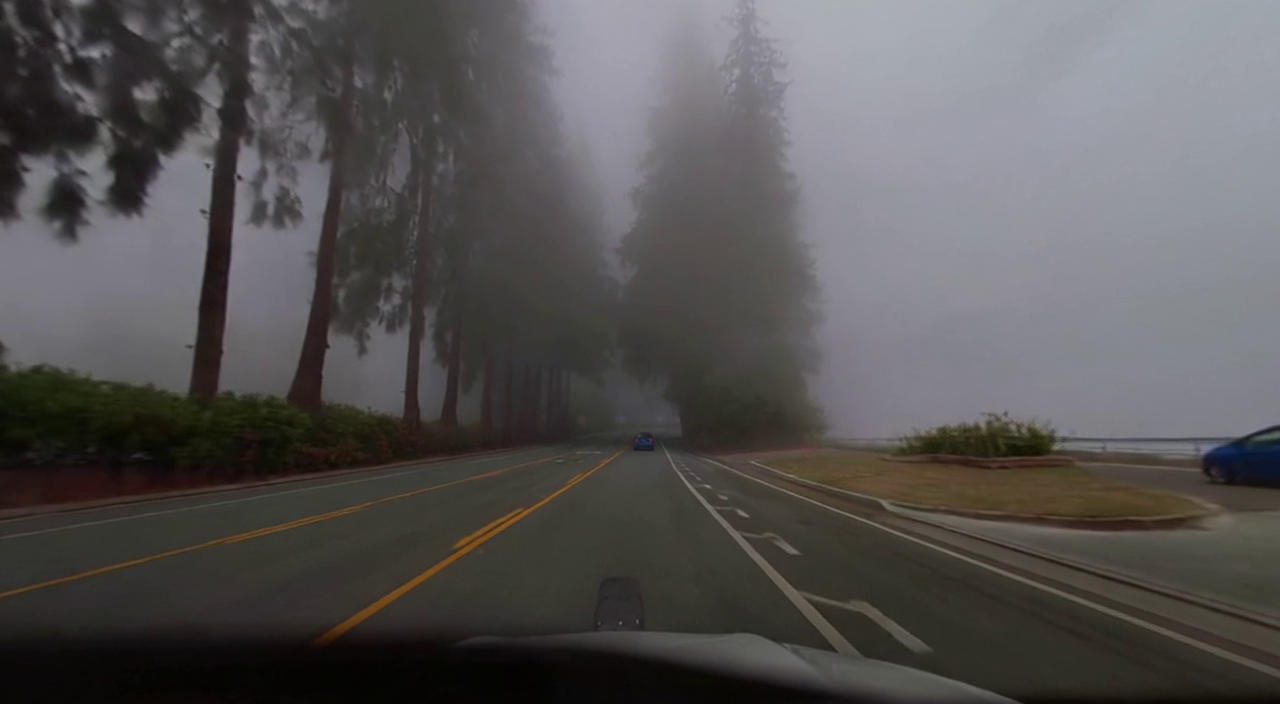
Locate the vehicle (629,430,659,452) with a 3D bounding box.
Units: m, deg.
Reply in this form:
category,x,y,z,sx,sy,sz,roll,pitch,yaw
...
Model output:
category,x,y,z,sx,sy,sz,roll,pitch,yaw
vehicle,0.309,6.465,45.827,2.067,1.486,3.861,0,-8,1
